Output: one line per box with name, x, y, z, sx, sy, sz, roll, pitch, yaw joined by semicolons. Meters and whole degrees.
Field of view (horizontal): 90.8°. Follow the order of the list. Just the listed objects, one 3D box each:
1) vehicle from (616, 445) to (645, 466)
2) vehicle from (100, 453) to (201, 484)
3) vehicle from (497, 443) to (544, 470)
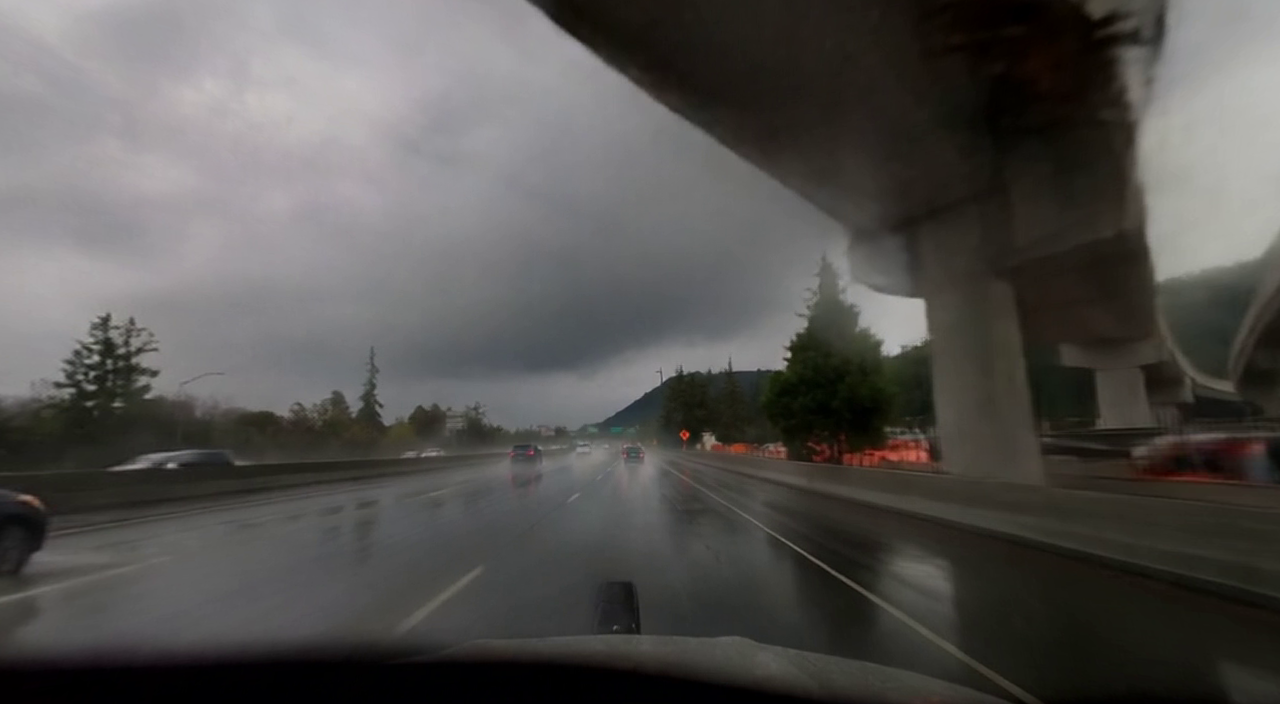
vehicle;-0.719;7.595;46.411;2.051;1.459;4.092;0;-9;-1
vehicle;-25.408;6.051;33.027;1.772;1.459;4.504;0;-9;-2
vehicle;-7.439;6.565;39.885;2.128;1.604;4.279;0;-9;0
